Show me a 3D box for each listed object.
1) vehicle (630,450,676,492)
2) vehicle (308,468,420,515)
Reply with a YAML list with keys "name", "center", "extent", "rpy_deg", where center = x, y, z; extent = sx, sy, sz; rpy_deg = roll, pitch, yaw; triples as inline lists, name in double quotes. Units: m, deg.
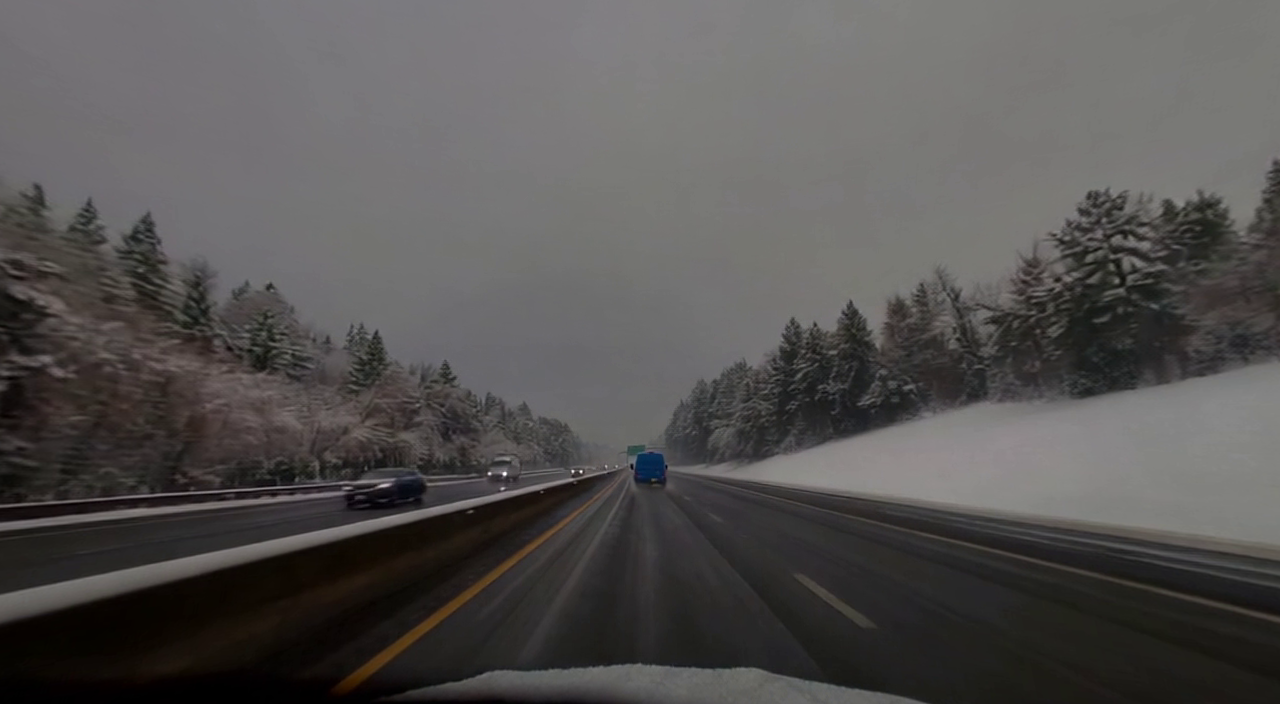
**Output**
- name: "vehicle"
  center: [0.666, 6.866, 36.409]
  extent: [2.429, 2.167, 4.558]
  rpy_deg: [1, -11, -1]
- name: "vehicle"
  center: [-10.385, 5.265, 24.145]
  extent: [2.124, 1.545, 4.545]
  rpy_deg: [1, -11, 1]
